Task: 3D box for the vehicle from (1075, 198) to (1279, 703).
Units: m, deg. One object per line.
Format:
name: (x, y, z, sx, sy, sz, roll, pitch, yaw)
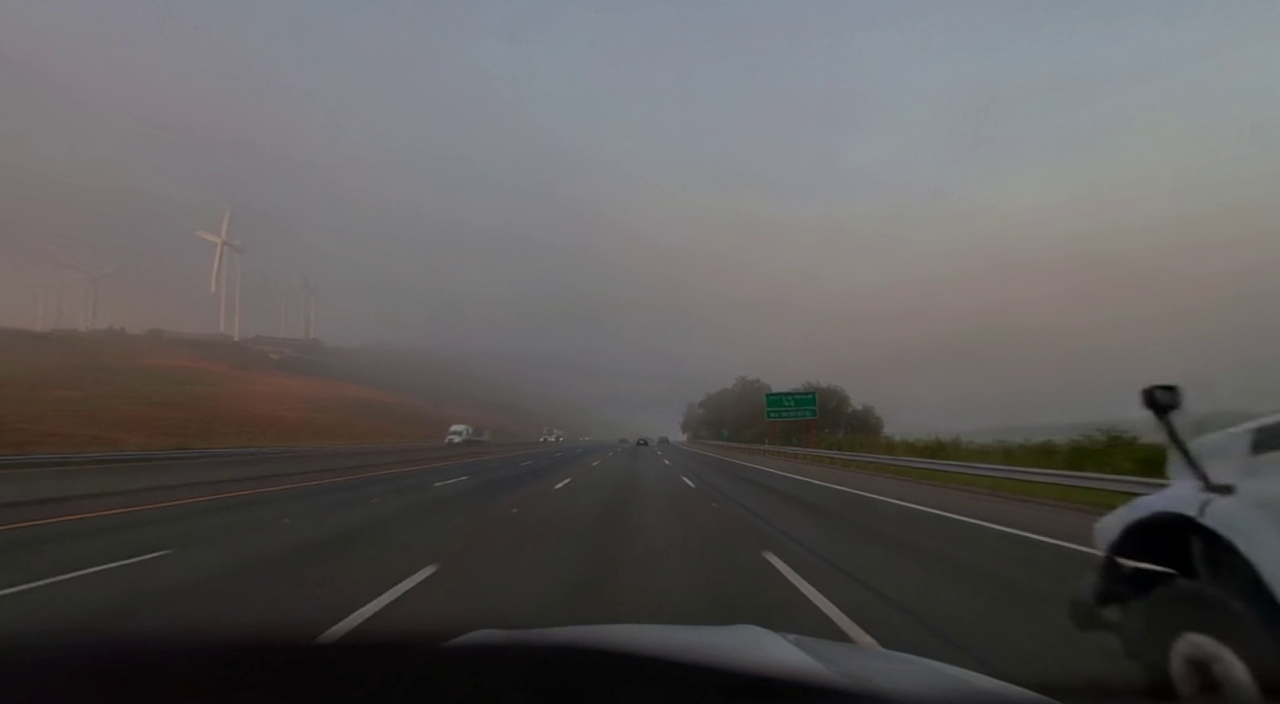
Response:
vehicle: (3.165, 0.262, 0.142, 2.211, 1.982, 5.346, 0, -8, -1)
